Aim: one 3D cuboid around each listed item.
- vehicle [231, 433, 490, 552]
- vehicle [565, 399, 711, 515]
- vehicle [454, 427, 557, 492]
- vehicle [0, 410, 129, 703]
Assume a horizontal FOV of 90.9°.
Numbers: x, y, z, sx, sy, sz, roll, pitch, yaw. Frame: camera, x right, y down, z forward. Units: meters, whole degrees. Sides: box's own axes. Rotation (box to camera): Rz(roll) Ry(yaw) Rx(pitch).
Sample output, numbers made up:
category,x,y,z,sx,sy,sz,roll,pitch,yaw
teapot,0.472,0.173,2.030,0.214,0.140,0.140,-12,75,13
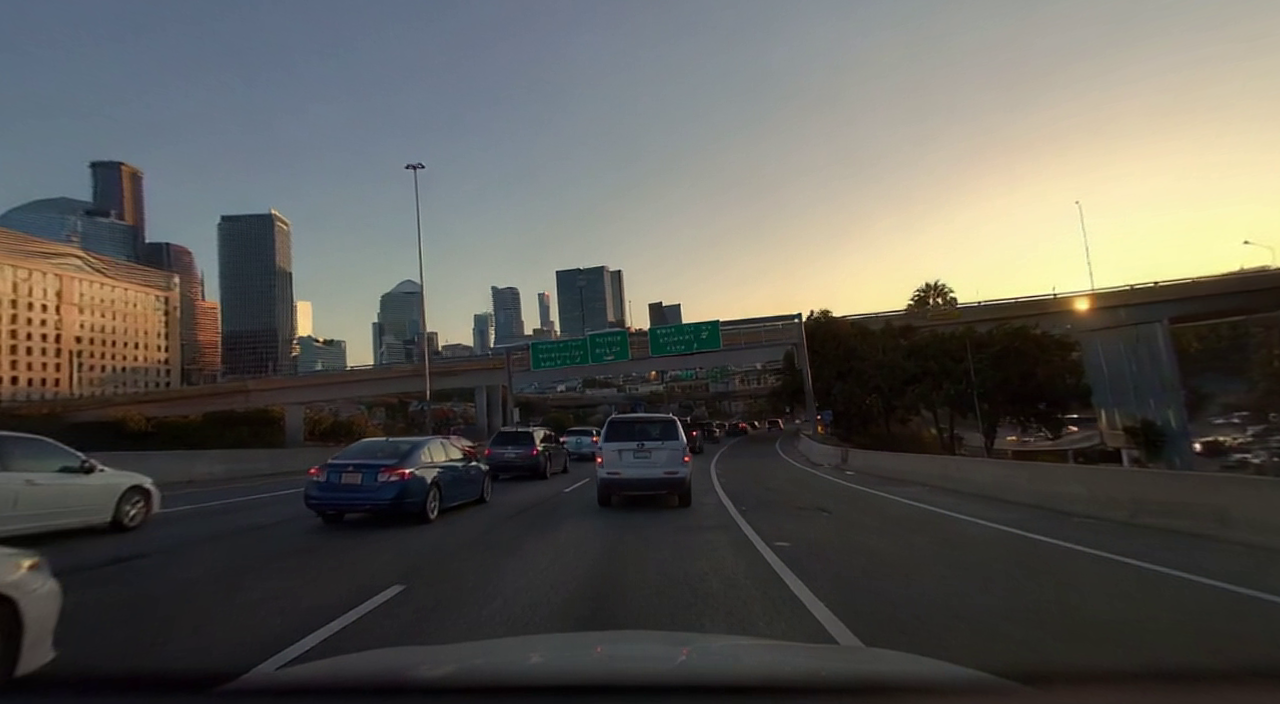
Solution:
category,x,y,z,sx,sy,sz,roll,pitch,yaw
vehicle,-4.059,2.096,10.151,2.087,1.481,4.225,0,-9,2
vehicle,0.020,2.323,14.325,2.616,2.063,5.933,0,-9,1
vehicle,-3.931,3.235,19.287,1.953,1.729,4.377,-1,-9,4
vehicle,-3.777,0.716,0.799,1.998,1.494,5.020,0,-9,1
